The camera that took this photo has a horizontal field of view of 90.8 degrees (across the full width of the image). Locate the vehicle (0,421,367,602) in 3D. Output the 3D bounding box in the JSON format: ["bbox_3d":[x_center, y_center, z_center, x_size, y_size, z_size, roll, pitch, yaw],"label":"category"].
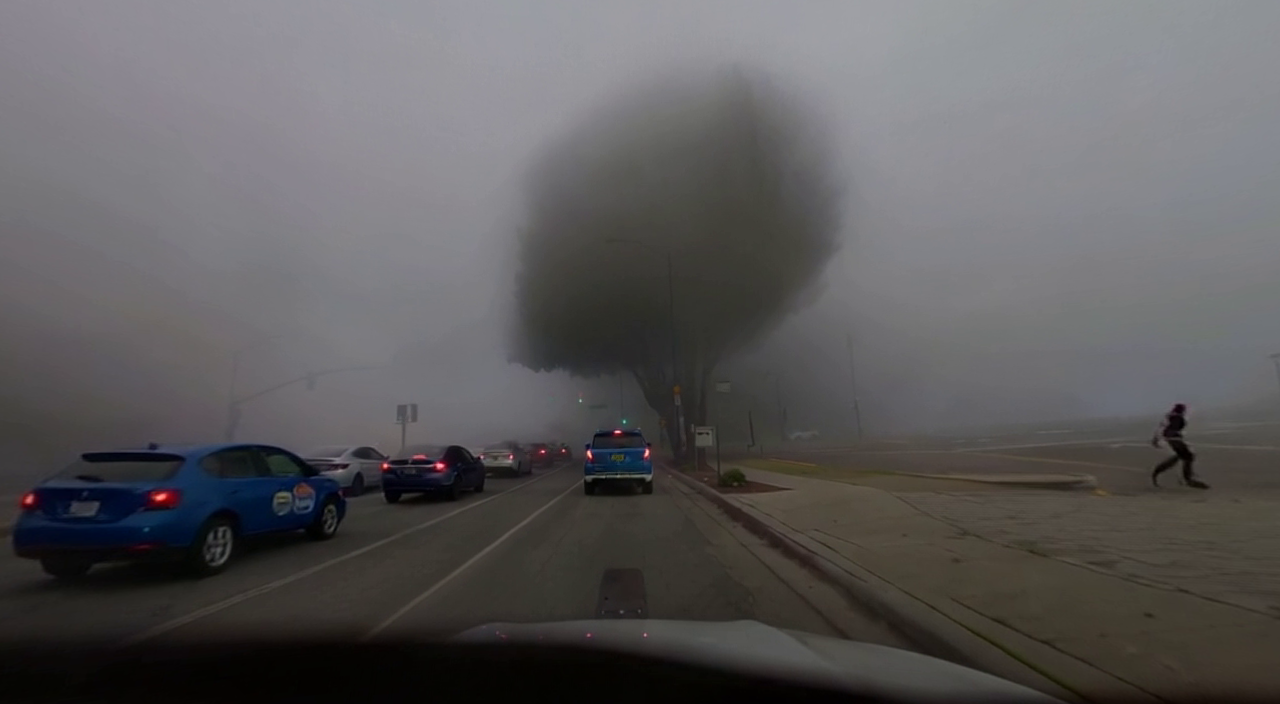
[{"bbox_3d":[-5.336,1.760,7.845,2.069,1.616,4.108,0,-9,-1],"label":"vehicle"}]

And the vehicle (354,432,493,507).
[{"bbox_3d":[-5.477,3.024,16.723,2.010,1.674,4.484,0,-9,1],"label":"vehicle"}]

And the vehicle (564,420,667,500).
[{"bbox_3d":[-0.642,2.824,16.806,2.368,1.829,4.293,0,-9,-2],"label":"vehicle"}]

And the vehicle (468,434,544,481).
[{"bbox_3d":[-5.509,4.421,26.711,2.188,1.774,4.477,0,-9,1],"label":"vehicle"}]
